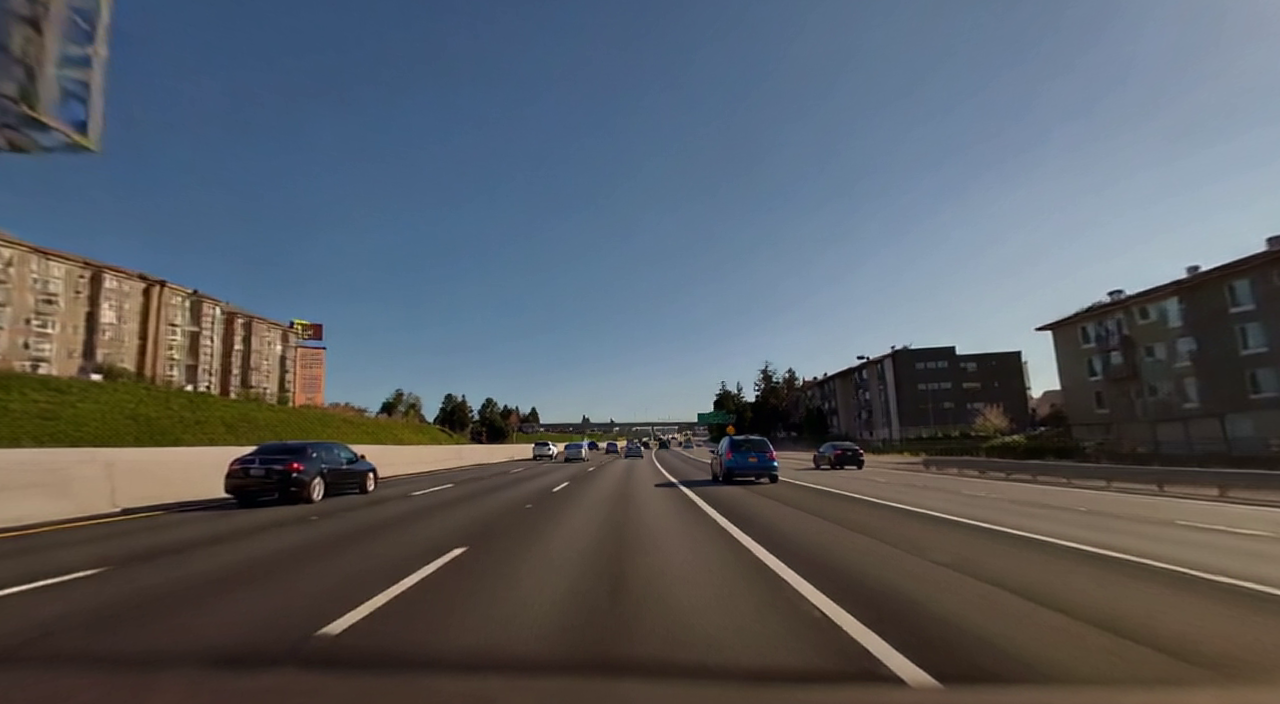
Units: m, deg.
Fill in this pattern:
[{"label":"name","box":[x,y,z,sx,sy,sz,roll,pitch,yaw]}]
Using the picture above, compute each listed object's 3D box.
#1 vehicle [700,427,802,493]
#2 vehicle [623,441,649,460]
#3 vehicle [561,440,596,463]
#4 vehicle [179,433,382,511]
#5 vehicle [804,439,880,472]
[{"label":"vehicle","box":[3.101,3.122,18.587,2.080,1.694,4.286,0,-8,-2]},{"label":"vehicle","box":[-0.324,7.787,49.946,1.992,1.431,4.055,0,-8,-1]},{"label":"vehicle","box":[-4.218,6.889,43.798,2.002,1.466,4.378,0,-8,0]},{"label":"vehicle","box":[-7.888,2.664,14.526,2.021,1.496,4.495,0,-8,0]},{"label":"vehicle","box":[9.632,4.944,30.470,2.061,1.459,4.273,1,-8,-3]}]
